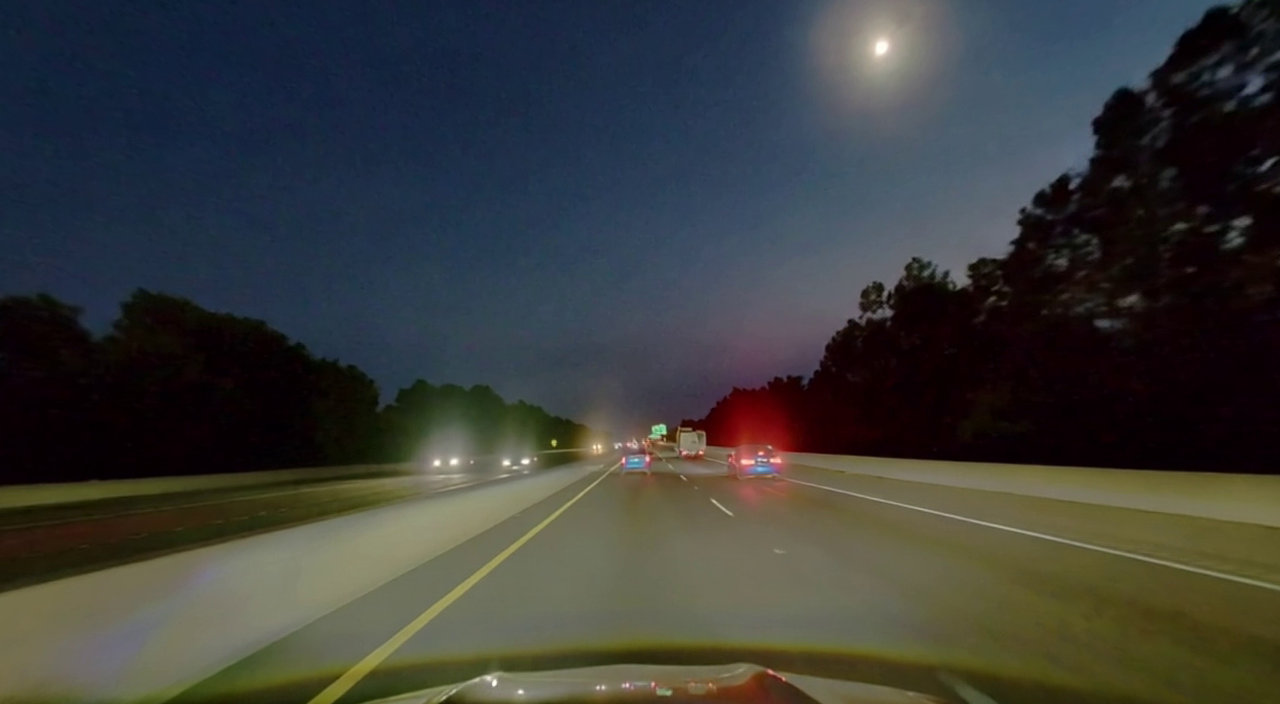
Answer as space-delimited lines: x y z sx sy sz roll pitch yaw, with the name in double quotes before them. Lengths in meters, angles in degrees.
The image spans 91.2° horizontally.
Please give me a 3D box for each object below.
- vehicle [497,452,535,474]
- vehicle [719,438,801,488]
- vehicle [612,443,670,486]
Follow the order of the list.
"vehicle" -9.338 8.364 47.430 1.912 1.503 4.270 -1 -9 1
"vehicle" 4.032 3.794 21.780 1.953 1.540 4.101 -1 -9 -1
"vehicle" 0.026 4.323 24.435 2.066 1.490 3.759 -1 -9 0
